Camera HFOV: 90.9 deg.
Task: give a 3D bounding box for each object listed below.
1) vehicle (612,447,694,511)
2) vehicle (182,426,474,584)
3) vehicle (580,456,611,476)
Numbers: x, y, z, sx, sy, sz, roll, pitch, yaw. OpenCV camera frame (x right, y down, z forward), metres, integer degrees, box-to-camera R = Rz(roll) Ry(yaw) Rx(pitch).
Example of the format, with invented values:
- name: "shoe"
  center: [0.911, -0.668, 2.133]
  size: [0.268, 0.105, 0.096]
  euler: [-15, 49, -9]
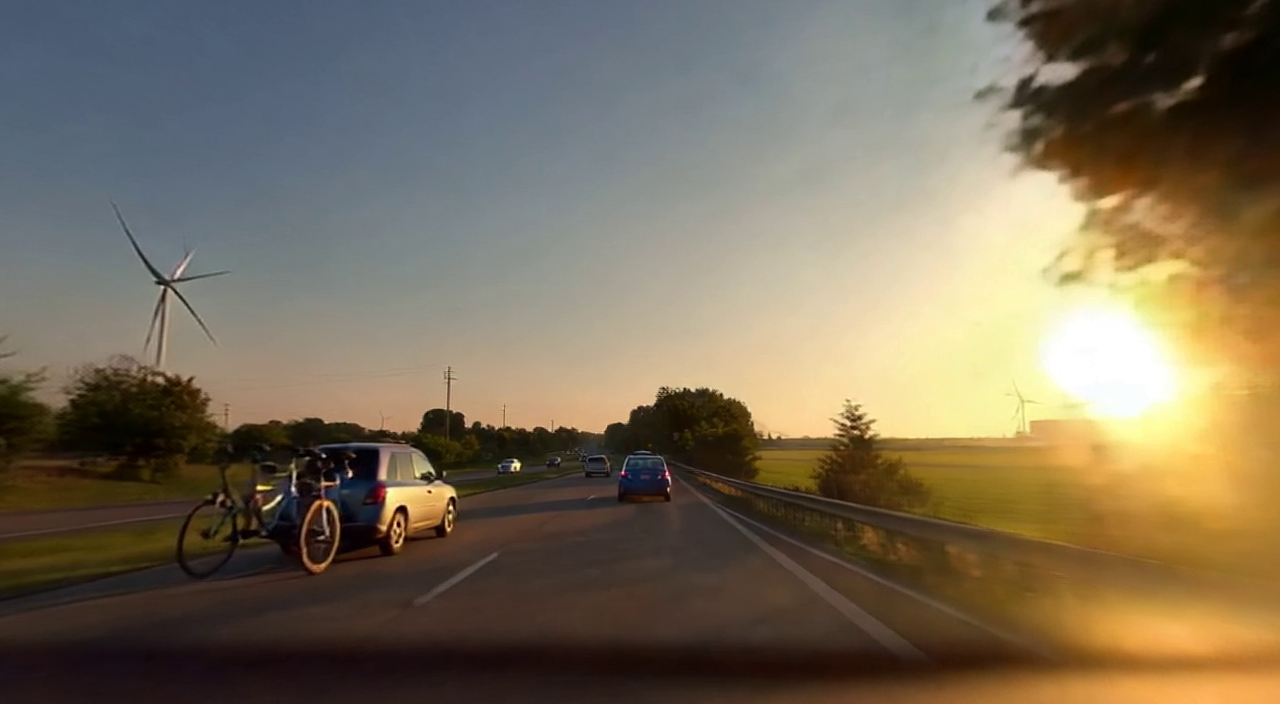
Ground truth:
- name: "vehicle"
  center: [0.349, 3.546, 17.973]
  size: [2.063, 1.582, 3.955]
  euler: [0, -9, 1]
- name: "vehicle"
  center: [-3.915, 1.992, 8.898]
  size: [1.962, 1.681, 4.033]
  euler: [0, -9, 1]
- name: "vehicle"
  center: [-3.414, 8.879, 49.220]
  size: [2.059, 1.455, 4.205]
  euler: [0, -9, 1]
